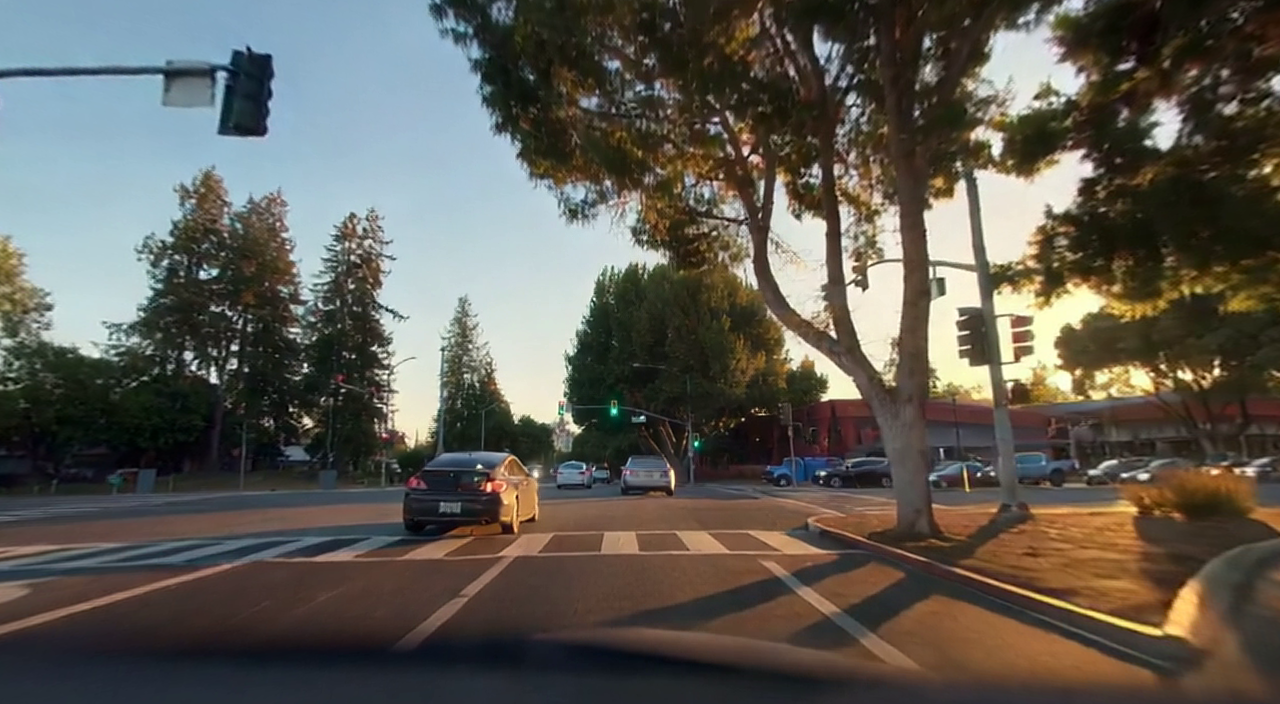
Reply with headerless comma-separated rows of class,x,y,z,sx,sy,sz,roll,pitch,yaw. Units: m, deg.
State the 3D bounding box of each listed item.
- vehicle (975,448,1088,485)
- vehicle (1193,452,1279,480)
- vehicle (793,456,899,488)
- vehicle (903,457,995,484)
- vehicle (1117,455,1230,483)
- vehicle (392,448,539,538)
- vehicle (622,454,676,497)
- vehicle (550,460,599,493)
vehicle,21.105,6.207,34.167,4.585,1.681,2.140,-3,-10,0
vehicle,39.960,7.557,41.856,4.580,1.807,1.967,0,-9,-3
vehicle,11.039,6.492,34.049,4.875,1.473,2.077,-2,-12,-1
vehicle,18.545,7.122,37.991,4.478,1.495,2.063,0,-9,0
vehicle,29.016,6.350,34.364,4.365,1.448,1.928,0,-9,1
vehicle,-3.330,2.740,12.798,1.960,1.528,3.490,0,-8,0
vehicle,0.376,5.289,27.369,2.163,1.678,3.846,0,-8,1
vehicle,-3.326,6.442,32.853,2.013,1.474,4.393,0,-8,1
